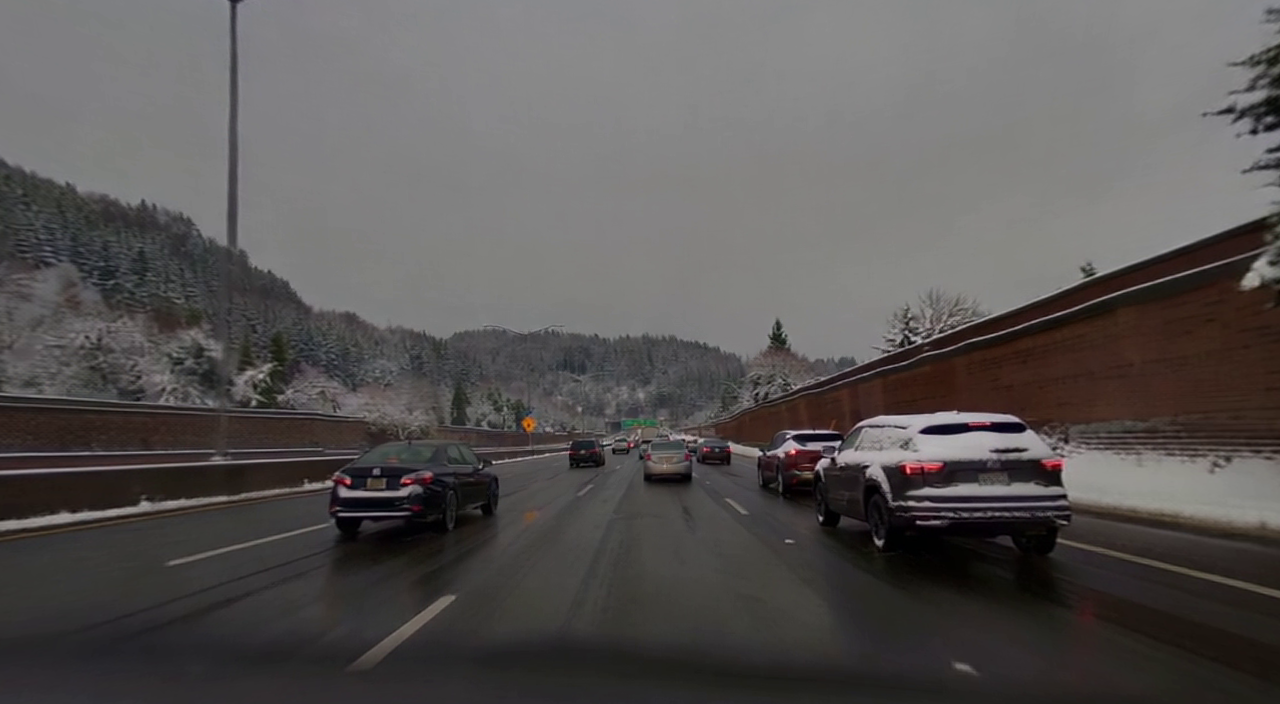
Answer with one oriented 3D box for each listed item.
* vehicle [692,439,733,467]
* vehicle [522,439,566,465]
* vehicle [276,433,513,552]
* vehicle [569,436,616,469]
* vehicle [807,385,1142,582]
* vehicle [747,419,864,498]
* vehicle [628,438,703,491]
[{"bbox_3d":[4.097,5.746,36.068,1.855,1.513,3.915,0,-8,0],"label":"vehicle"},{"bbox_3d":[-6.640,6.954,44.101,2.055,1.751,4.825,0,-8,3],"label":"vehicle"},{"bbox_3d":[-3.500,2.069,10.065,1.961,1.456,4.362,0,-8,1],"label":"vehicle"},{"bbox_3d":[-2.730,5.913,37.369,2.154,1.793,4.736,0,-8,3],"label":"vehicle"},{"bbox_3d":[3.708,1.542,8.141,1.930,1.831,4.344,0,-8,0],"label":"vehicle"},{"bbox_3d":[4.305,2.856,17.264,1.970,1.872,4.575,0,-8,0],"label":"vehicle"},{"bbox_3d":[0.726,3.449,19.676,2.105,1.471,3.978,0,-8,0],"label":"vehicle"}]
